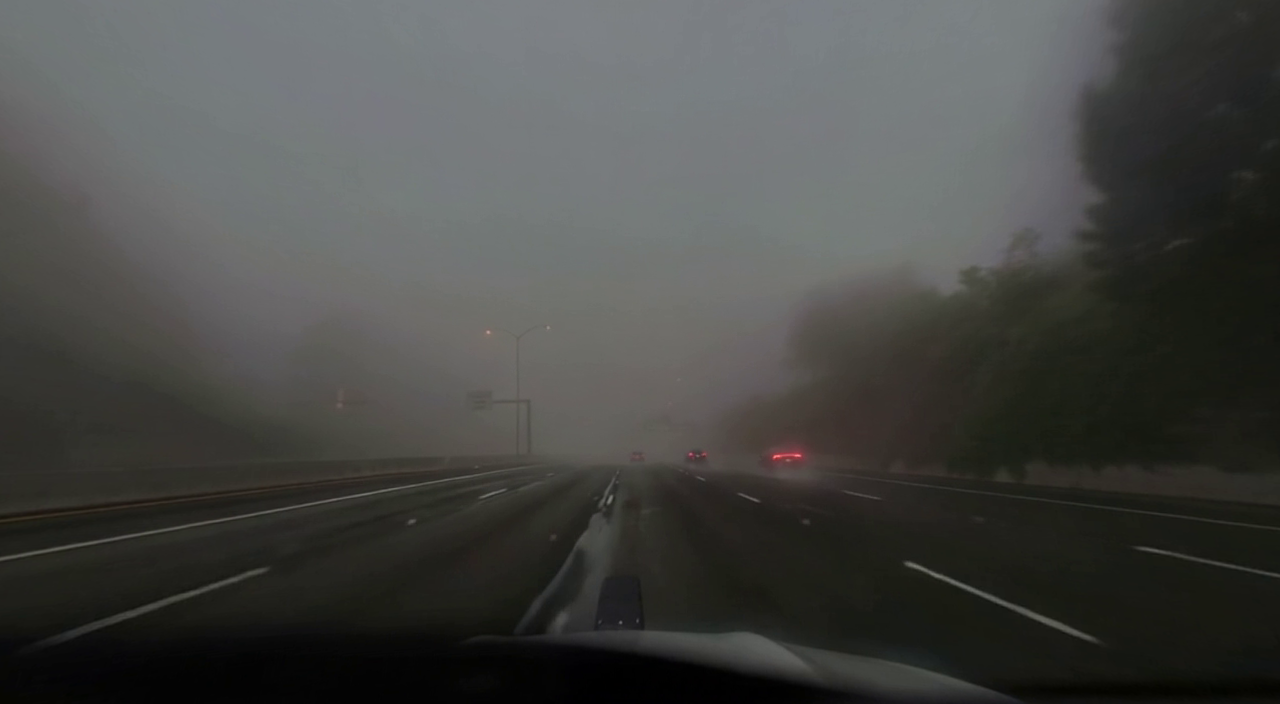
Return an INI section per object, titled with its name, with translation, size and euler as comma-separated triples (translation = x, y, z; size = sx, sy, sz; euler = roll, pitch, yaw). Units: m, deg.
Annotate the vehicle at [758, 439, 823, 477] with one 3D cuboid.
[vehicle]
translation = 7.684, 5.451, 32.564
size = 2.167, 1.781, 4.340
euler = 0, -9, -1
